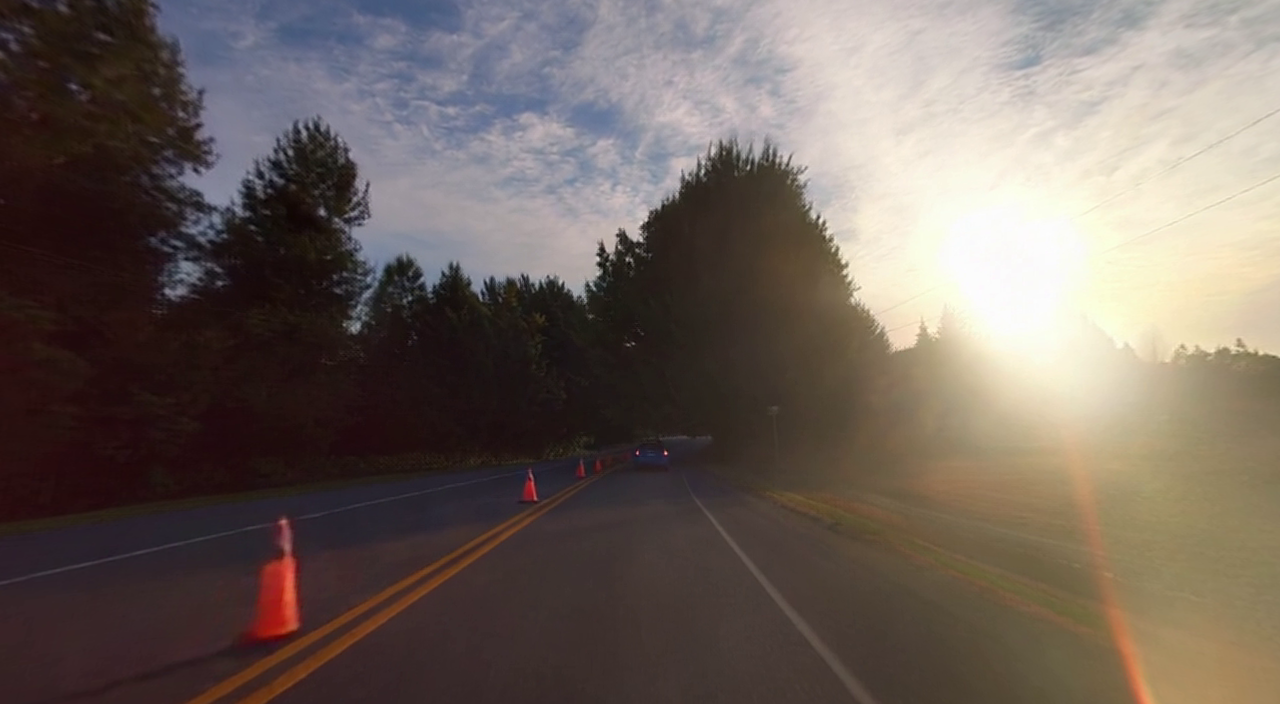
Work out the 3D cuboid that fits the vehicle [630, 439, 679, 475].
[{"bbox_3d":[0.689,4.719,28.548,2.042,1.489,3.963,0,-9,2],"label":"vehicle"}]
